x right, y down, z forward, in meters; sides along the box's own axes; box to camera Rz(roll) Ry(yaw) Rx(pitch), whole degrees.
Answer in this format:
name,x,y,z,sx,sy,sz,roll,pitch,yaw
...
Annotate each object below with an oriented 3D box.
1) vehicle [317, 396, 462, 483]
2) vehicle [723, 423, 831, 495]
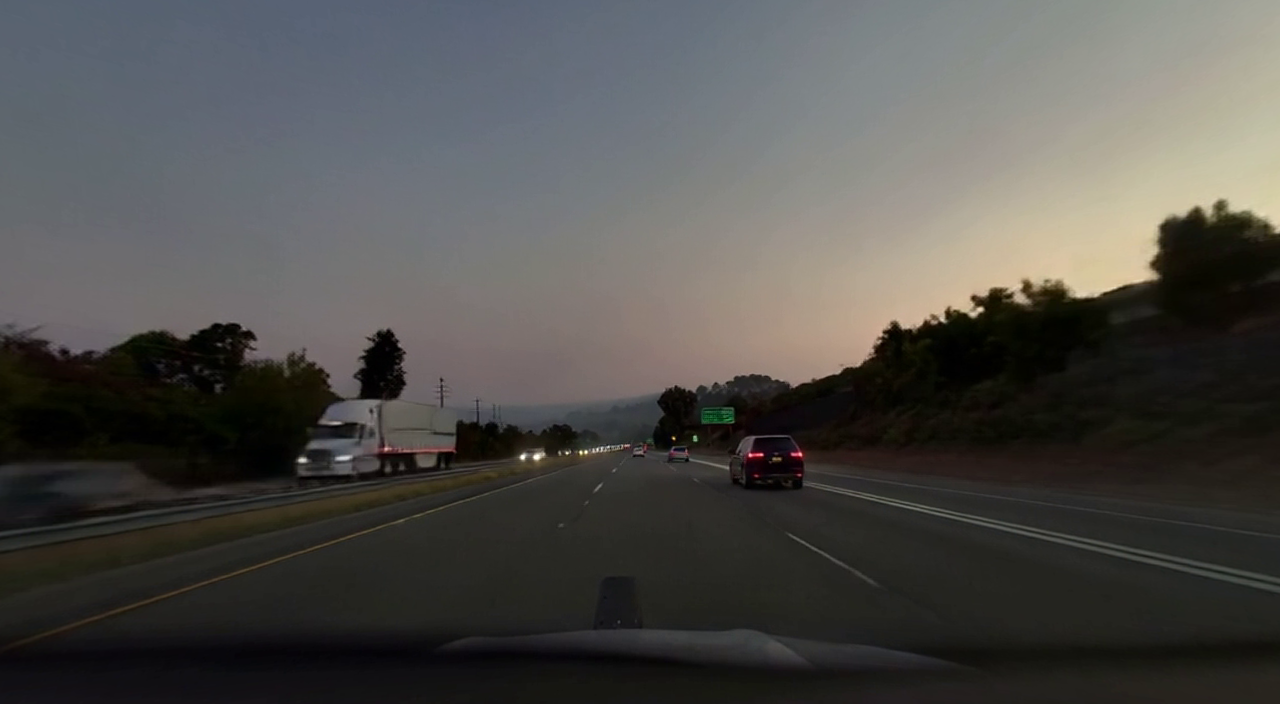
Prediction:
name,x,y,z,sx,sy,sz,roll,pitch,yaw
vehicle,-13.838,5.236,36.721,2.965,4.111,13.756,0,-9,-1
vehicle,4.058,3.298,19.605,2.177,1.914,5.245,0,-9,0
